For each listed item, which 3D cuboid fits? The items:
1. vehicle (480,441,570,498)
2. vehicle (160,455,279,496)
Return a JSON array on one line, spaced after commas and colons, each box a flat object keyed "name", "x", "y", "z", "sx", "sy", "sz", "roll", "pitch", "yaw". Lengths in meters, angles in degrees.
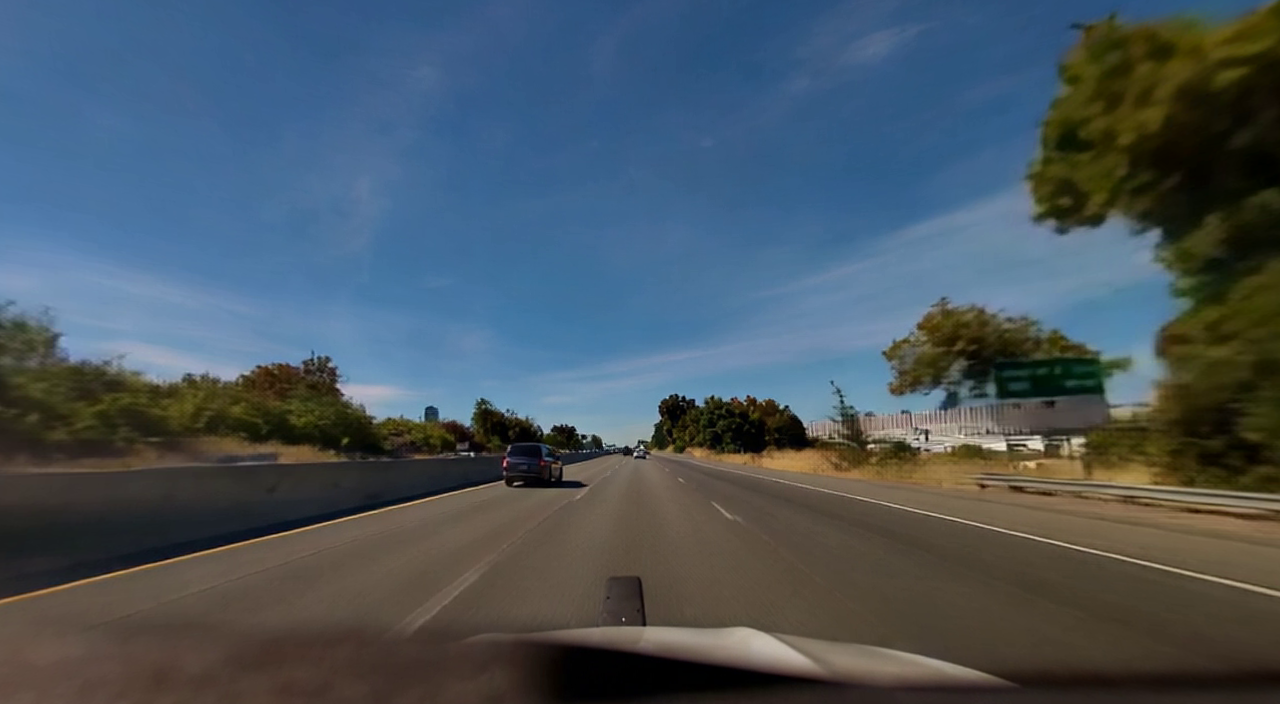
[{"name": "vehicle", "x": -3.433, "y": 3.597, "z": 19.549, "sx": 1.965, "sy": 1.556, "sz": 3.971, "roll": 0, "pitch": -9, "yaw": 1}, {"name": "vehicle", "x": -16.168, "y": 4.729, "z": 24.539, "sx": 1.800, "sy": 1.424, "sz": 4.187, "roll": 0, "pitch": -9, "yaw": -1}]
